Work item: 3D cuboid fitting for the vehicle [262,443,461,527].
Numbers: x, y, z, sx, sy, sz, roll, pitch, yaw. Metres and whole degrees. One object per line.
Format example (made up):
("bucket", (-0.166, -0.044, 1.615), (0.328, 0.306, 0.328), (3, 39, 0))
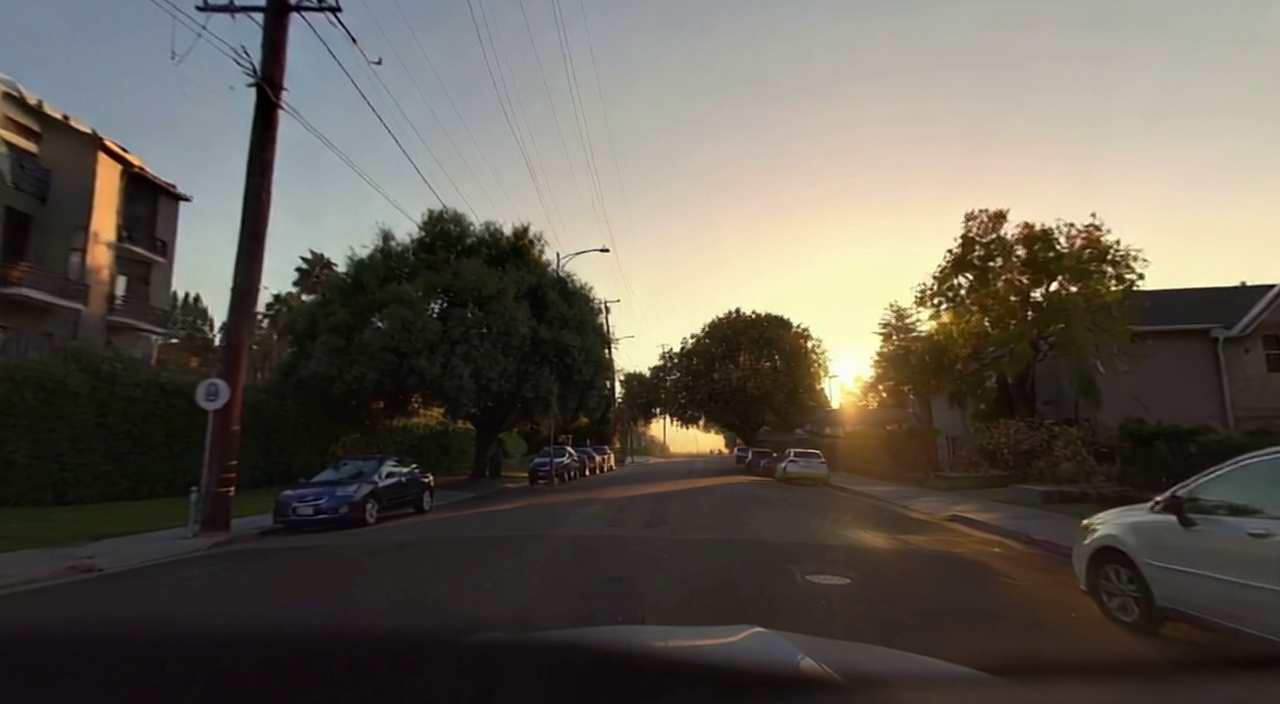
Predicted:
("vehicle", (-6.178, 3.032, 14.811), (2.017, 1.582, 4.664), (-3, -10, 9))

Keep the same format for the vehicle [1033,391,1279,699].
("vehicle", (4.633, 1.092, 3.692), (2.180, 1.677, 4.432), (-1, -8, 6))

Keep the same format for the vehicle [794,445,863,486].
("vehicle", (7.662, 4.607, 26.073), (1.964, 1.515, 4.055), (-1, -8, 6))

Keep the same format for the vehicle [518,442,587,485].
("vehicle", (-3.982, 5.173, 29.690), (2.011, 1.801, 4.676), (-1, -8, 7))

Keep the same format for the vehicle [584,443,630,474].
("vehicle", (-2.131, 7.121, 42.081), (1.953, 1.699, 4.234), (-9, -11, 9))
